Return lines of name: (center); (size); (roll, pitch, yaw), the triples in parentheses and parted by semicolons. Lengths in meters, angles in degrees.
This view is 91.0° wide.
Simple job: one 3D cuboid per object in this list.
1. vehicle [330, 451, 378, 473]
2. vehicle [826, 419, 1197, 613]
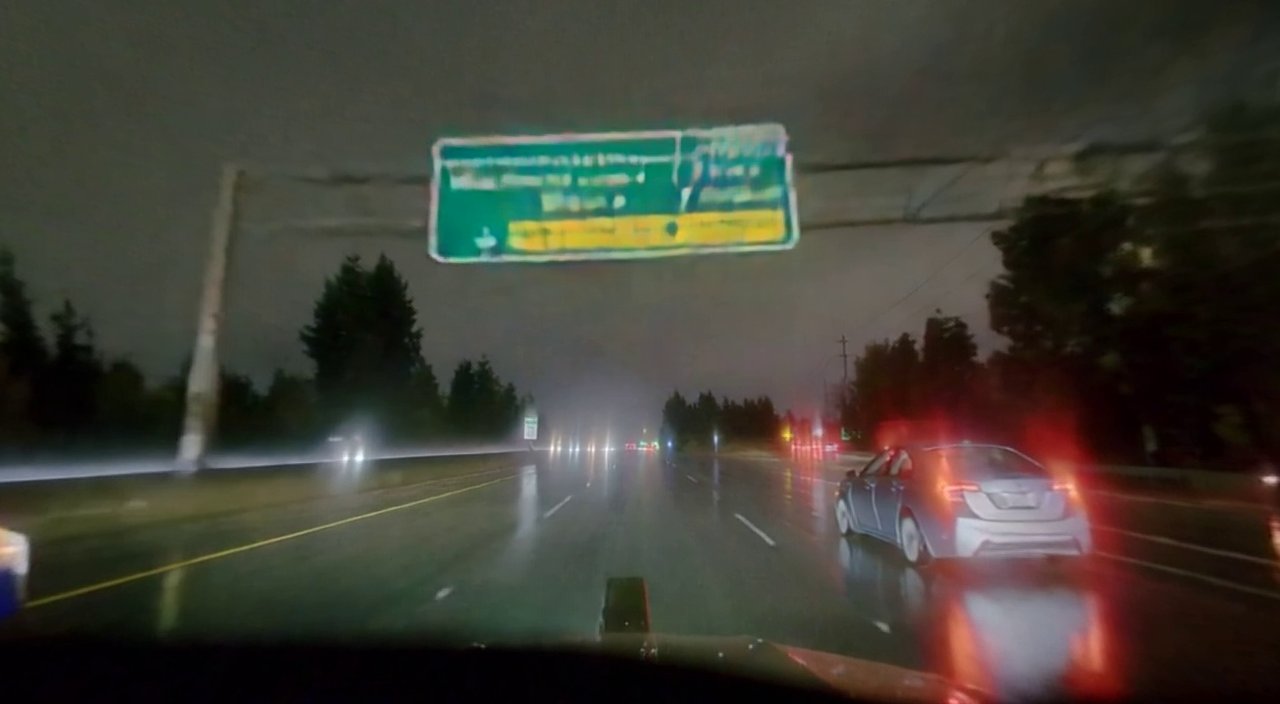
vehicle: (-22.657, 8.703, 49.957); (1.818, 1.545, 4.256); (0, -8, 0)
vehicle: (3.702, 1.667, 7.302); (1.909, 1.599, 3.943); (0, -8, 1)
